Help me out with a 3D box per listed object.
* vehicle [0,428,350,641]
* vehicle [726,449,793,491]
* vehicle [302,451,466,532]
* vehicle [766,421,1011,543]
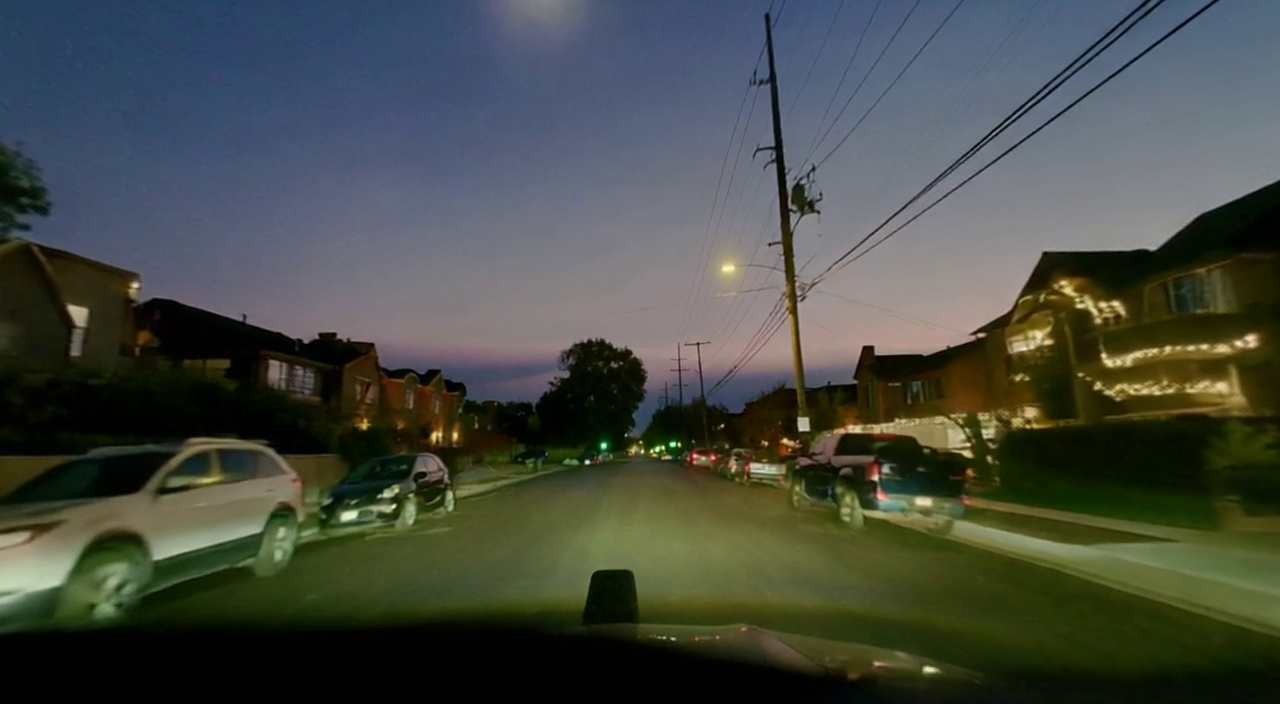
[{"bbox_3d":[-5.408,1.783,7.327,1.971,1.648,4.638,0,-9,-2],"label":"vehicle"},{"bbox_3d":[4.684,4.678,25.449,1.859,1.469,4.550,0,-9,0],"label":"vehicle"},{"bbox_3d":[-5.443,2.978,14.144,1.856,1.499,4.216,0,-9,1],"label":"vehicle"},{"bbox_3d":[4.538,2.502,13.052,2.462,1.894,6.076,0,-9,-1],"label":"vehicle"}]
